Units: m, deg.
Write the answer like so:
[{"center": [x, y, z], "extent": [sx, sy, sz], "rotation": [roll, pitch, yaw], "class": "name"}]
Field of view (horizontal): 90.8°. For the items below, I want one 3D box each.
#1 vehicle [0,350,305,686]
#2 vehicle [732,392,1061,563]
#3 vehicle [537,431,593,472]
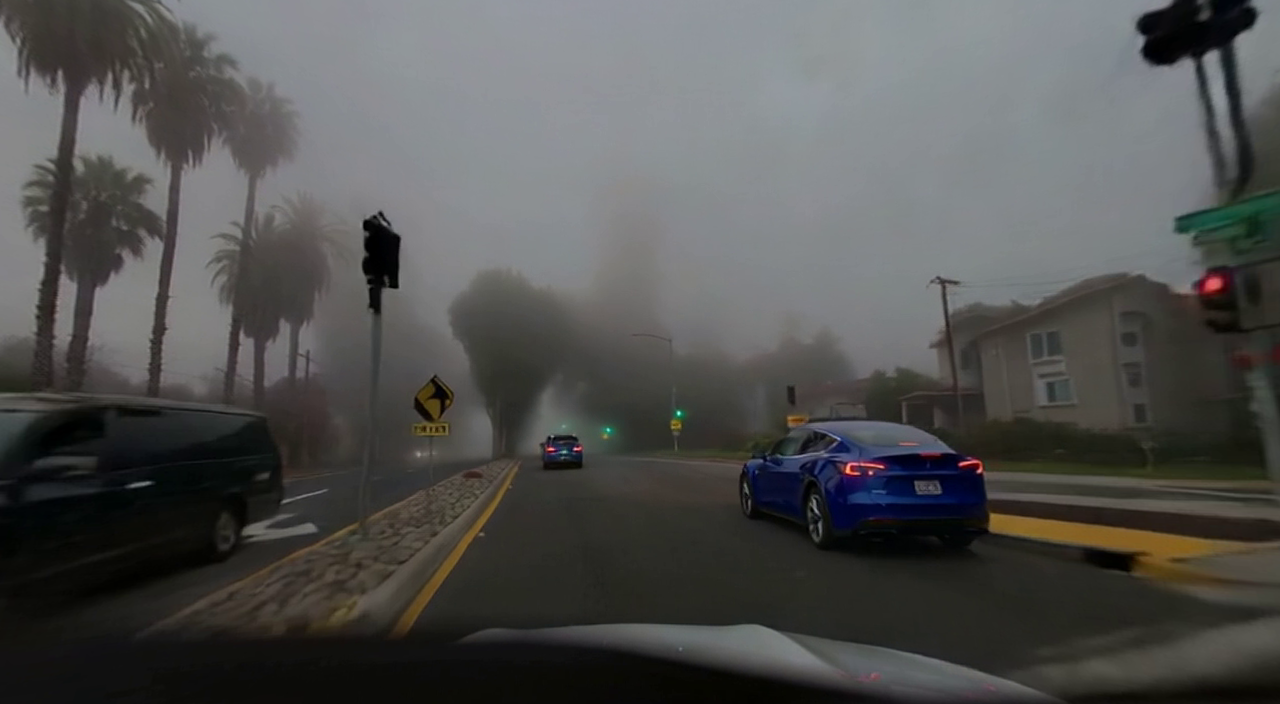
[{"center": [-5.014, 1.203, 5.159], "extent": [2.283, 1.878, 5.384], "rotation": [1, -9, -9], "class": "vehicle"}, {"center": [3.178, 1.726, 9.431], "extent": [2.205, 1.803, 5.135], "rotation": [0, -9, -7], "class": "vehicle"}, {"center": [-3.539, 4.597, 29.256], "extent": [2.341, 1.709, 4.466], "rotation": [1, -9, -10], "class": "vehicle"}]
